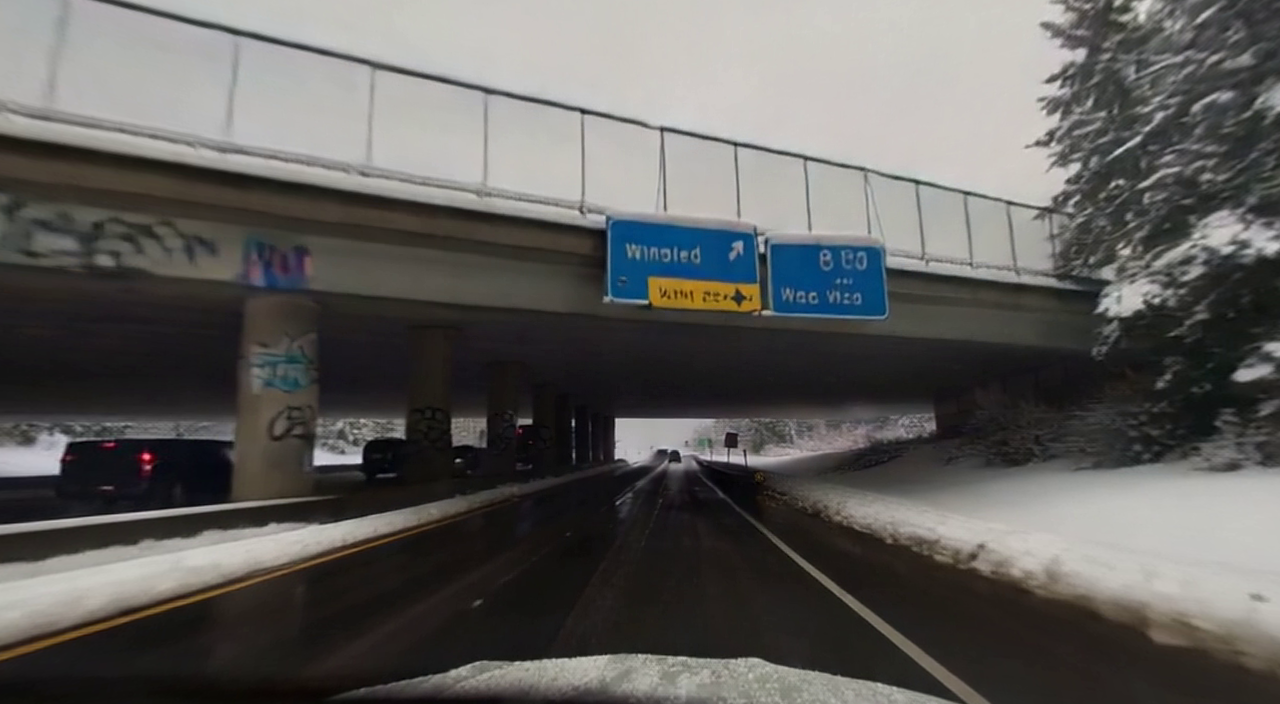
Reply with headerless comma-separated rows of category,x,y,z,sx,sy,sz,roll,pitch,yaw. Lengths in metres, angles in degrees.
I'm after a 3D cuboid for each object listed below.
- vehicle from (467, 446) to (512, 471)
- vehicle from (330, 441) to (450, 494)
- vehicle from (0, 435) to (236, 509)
vehicle,-11.082,7.903,46.868,1.962,1.731,4.523,-1,-8,4
vehicle,-8.322,3.873,21.555,1.979,1.600,4.516,-1,-8,4
vehicle,-13.093,2.986,16.256,2.059,1.615,4.688,-1,-8,3
